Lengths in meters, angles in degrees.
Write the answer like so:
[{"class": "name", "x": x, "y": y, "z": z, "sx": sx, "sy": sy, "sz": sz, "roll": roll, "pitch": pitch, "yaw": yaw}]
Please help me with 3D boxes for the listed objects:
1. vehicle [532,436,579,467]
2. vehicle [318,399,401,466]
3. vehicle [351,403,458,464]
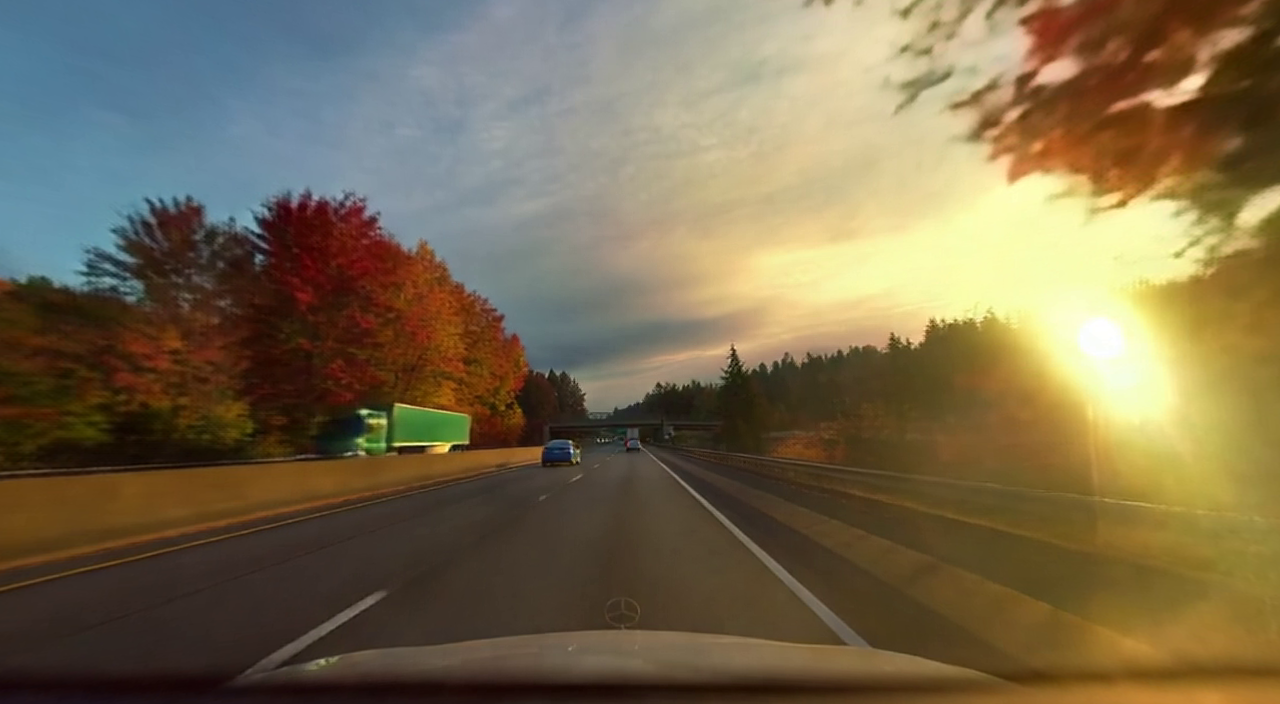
[{"class": "vehicle", "x": -4.498, "y": 5.362, "z": 34.165, "sx": 2.002, "sy": 1.553, "sz": 4.247, "roll": 0, "pitch": -8, "yaw": 0}, {"class": "vehicle", "x": -17.178, "y": 4.986, "z": 38.891, "sx": 2.983, "sy": 3.859, "sz": 4.101, "roll": 0, "pitch": -8, "yaw": 1}, {"class": "vehicle", "x": -17.306, "y": 6.289, "z": 47.909, "sx": 2.878, "sy": 3.898, "sz": 13.768, "roll": 0, "pitch": -8, "yaw": 0}]
